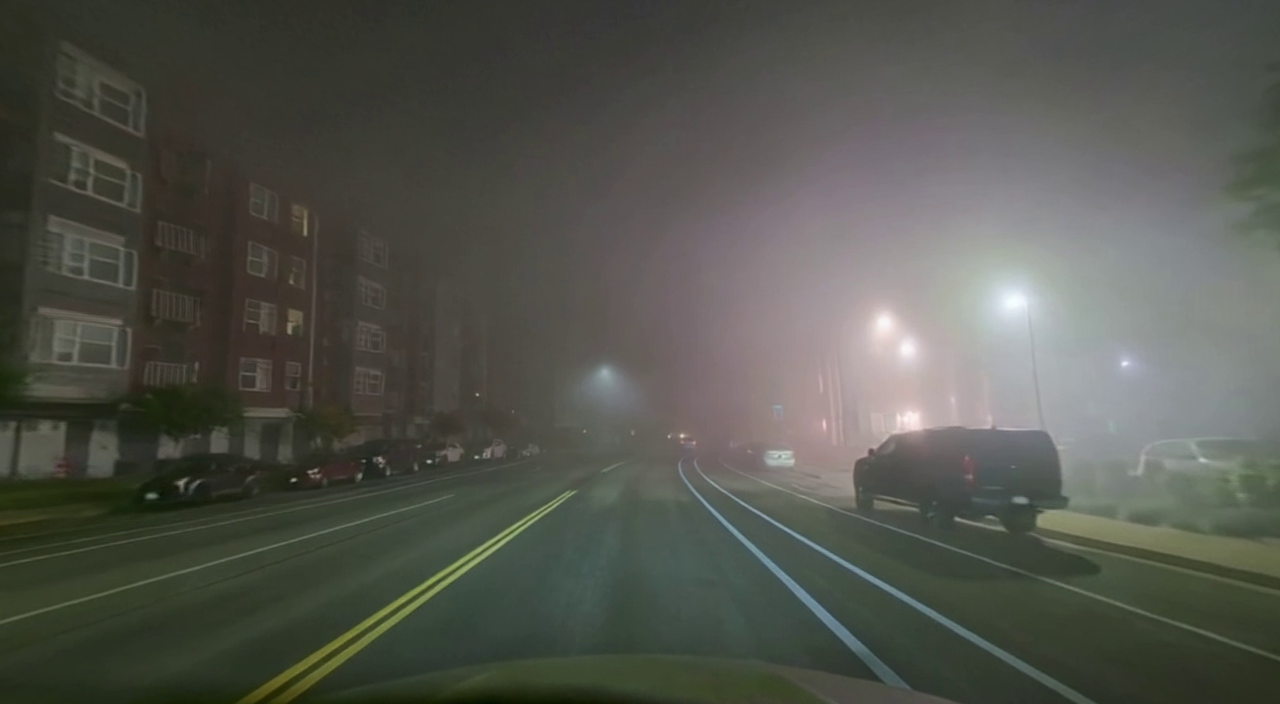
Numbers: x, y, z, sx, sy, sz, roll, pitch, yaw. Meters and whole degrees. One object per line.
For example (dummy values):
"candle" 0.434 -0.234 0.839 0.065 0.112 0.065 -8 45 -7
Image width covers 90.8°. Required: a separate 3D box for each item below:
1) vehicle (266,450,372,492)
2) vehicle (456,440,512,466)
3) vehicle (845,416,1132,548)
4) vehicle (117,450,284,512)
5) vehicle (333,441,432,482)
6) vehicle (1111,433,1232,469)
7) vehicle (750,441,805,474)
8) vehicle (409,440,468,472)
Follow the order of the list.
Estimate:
"vehicle" -12.338 4.566 24.638 1.723 1.418 4.359 0 -8 2
"vehicle" -11.652 7.553 47.626 2.137 1.835 5.833 -1 -8 7
"vehicle" 5.646 2.165 11.405 2.102 1.781 5.470 0 -8 1
"vehicle" -12.248 3.580 17.978 1.926 1.499 3.869 0 -8 0
"vehicle" -12.454 5.296 31.106 2.290 1.799 5.801 0 -8 1
"vehicle" 22.755 4.232 27.250 1.797 1.425 3.794 0 -8 -3
"vehicle" 6.674 5.170 31.177 1.947 1.487 4.549 0 -8 3
"vehicle" -12.254 6.299 38.682 2.001 1.836 4.471 0 -8 2
